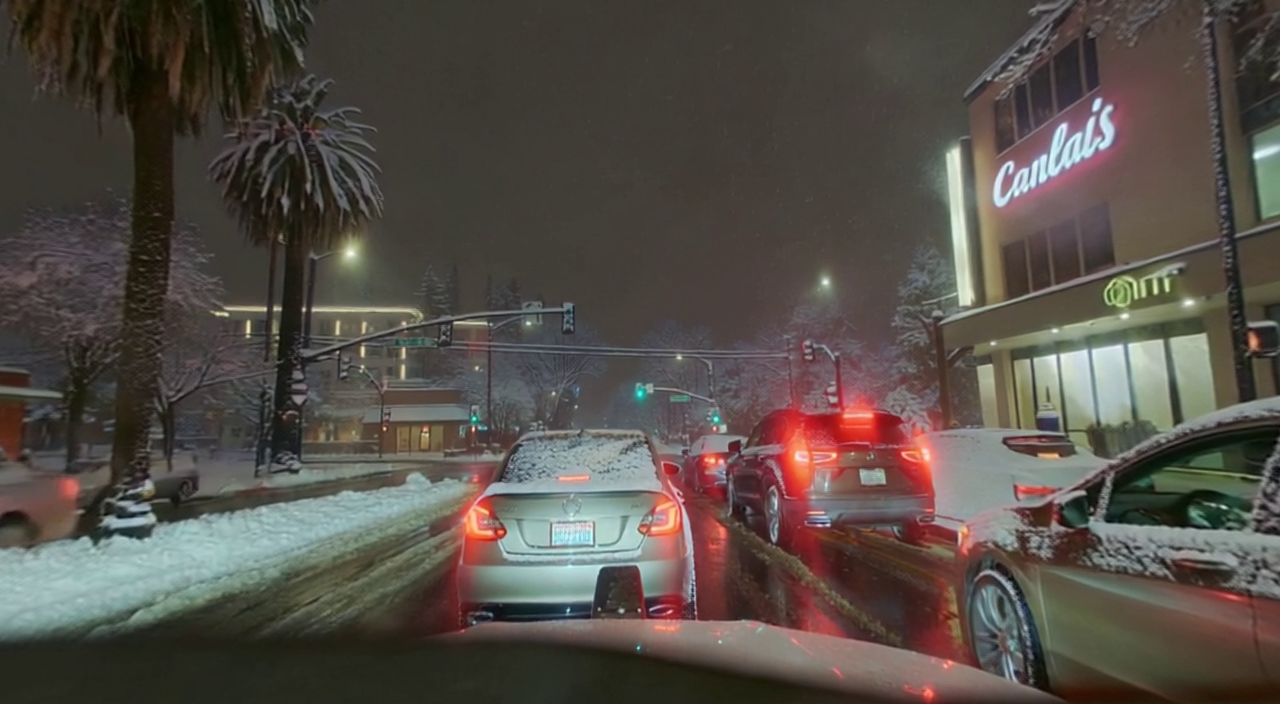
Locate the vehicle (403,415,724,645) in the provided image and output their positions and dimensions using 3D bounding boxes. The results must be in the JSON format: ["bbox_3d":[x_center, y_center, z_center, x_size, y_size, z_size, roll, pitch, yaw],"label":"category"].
[{"bbox_3d":[-0.521,1.475,6.252,2.096,1.492,4.071,0,-9,-1],"label":"vehicle"}]

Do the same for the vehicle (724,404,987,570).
[{"bbox_3d":[2.630,1.786,9.095,2.096,1.775,4.440,0,-9,-1],"label":"vehicle"}]

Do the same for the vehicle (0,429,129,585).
[{"bbox_3d":[-7.146,1.414,5.492,1.945,1.494,4.252,0,-9,-3],"label":"vehicle"}]

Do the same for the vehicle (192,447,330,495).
[{"bbox_3d":[-12.876,4.027,21.902,1.856,1.455,4.700,0,-9,0],"label":"vehicle"}]

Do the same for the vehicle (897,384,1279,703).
[{"bbox_3d":[2.617,0.815,1.526,2.085,1.469,4.458,0,-9,0],"label":"vehicle"}]
